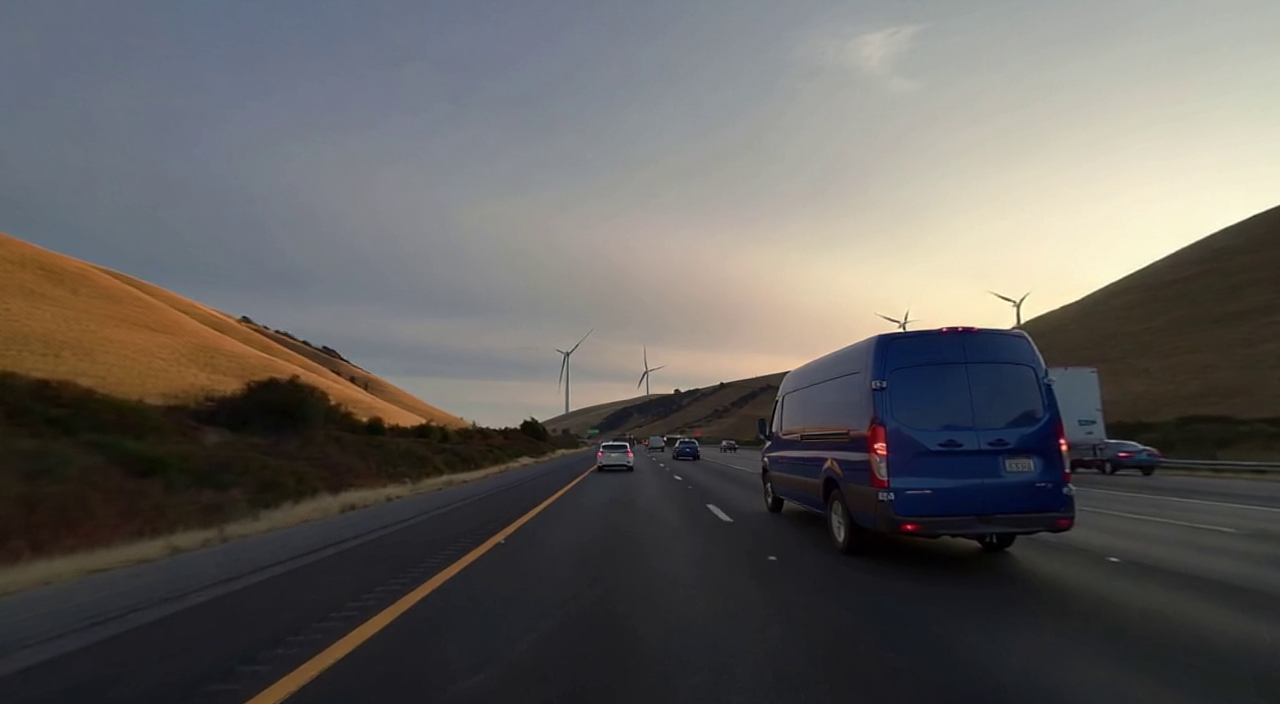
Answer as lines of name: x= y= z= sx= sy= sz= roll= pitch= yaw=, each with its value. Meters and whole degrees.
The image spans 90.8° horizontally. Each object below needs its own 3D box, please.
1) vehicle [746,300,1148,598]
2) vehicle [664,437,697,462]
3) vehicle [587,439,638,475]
vehicle: x=3.176 y=1.246 z=8.509 sx=2.365 sy=2.630 sz=5.754 roll=0 pitch=-8 yaw=-1
vehicle: x=2.958 y=7.207 z=46.833 sx=2.108 sy=1.717 sz=3.996 roll=0 pitch=-8 yaw=-2
vehicle: x=-1.142 y=4.537 z=27.449 sx=2.082 sy=1.445 sz=3.826 roll=0 pitch=-8 yaw=-1
